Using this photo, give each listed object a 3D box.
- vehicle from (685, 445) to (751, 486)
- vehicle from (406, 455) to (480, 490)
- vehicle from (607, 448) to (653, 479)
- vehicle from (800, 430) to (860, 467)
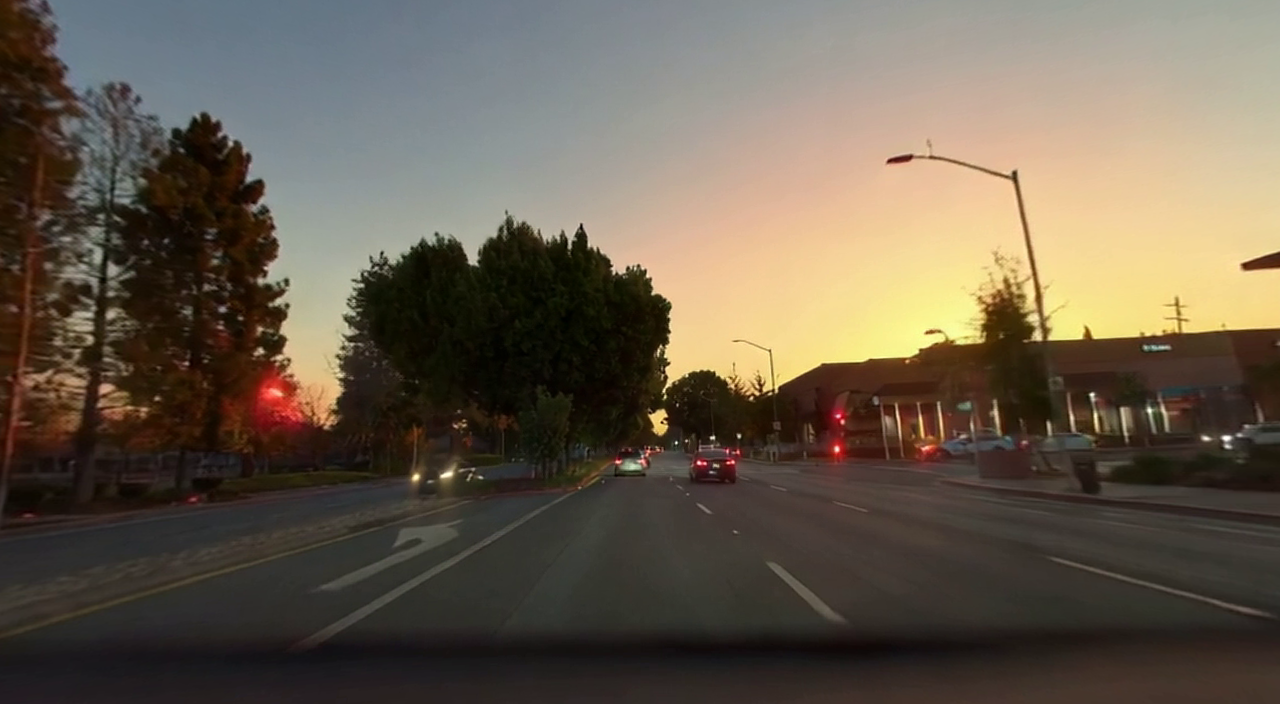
[{"bbox_3d":[3.086,4.639,26.162,2.057,1.491,4.675,-1,-9,-1],"label":"vehicle"},{"bbox_3d":[-9.592,5.888,31.211,2.140,1.549,4.590,-1,-9,0],"label":"vehicle"},{"bbox_3d":[-0.498,5.820,33.235,2.242,1.474,4.127,-1,-9,0],"label":"vehicle"},{"bbox_3d":[13.315,6.816,44.478,3.340,2.479,2.547,0,-9,-1],"label":"vehicle"}]
